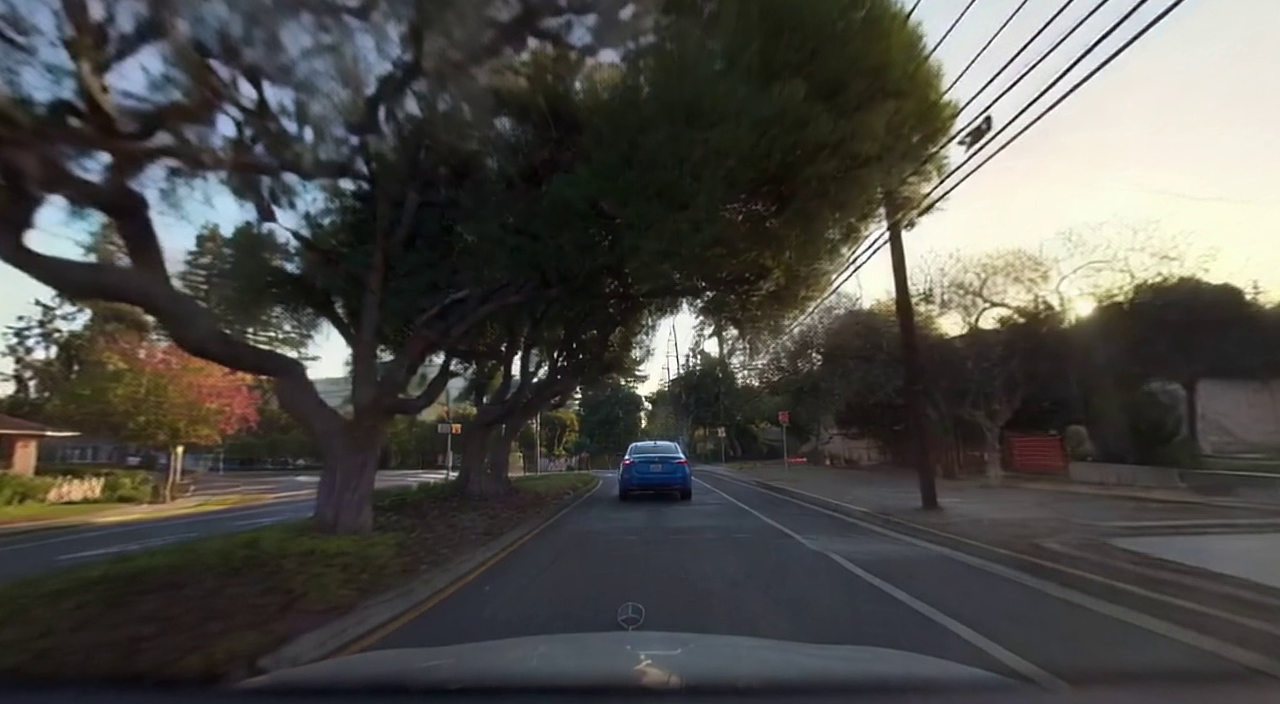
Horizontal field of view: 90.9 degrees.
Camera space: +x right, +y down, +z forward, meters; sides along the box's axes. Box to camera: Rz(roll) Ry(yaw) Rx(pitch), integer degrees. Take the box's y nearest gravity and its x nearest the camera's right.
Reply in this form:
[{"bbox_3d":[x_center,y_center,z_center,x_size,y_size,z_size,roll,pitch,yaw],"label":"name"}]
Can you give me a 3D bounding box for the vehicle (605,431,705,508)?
[{"bbox_3d":[0.355,2.901,16.007,2.200,1.653,4.127,0,-8,1],"label":"vehicle"}]
